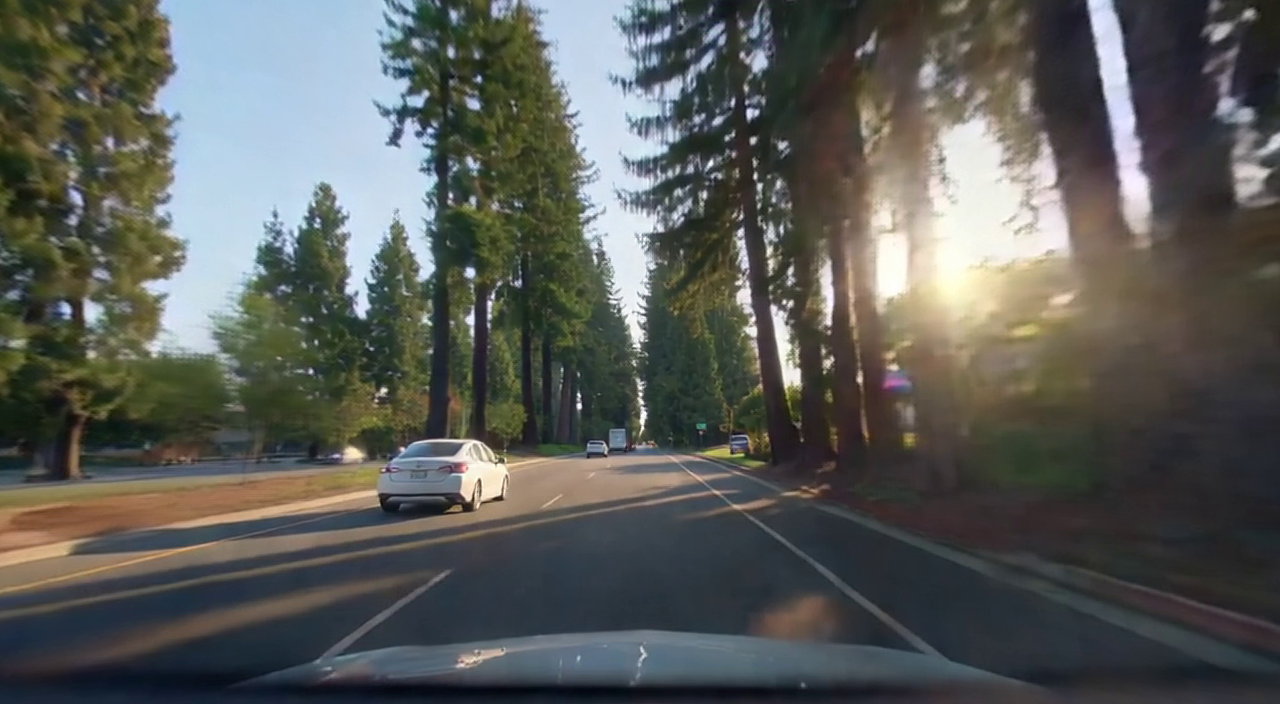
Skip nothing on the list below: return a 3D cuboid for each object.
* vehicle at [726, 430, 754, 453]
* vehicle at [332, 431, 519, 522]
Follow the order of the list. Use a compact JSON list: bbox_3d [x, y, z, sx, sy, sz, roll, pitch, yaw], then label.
[{"bbox_3d":[7.582,6.808,47.929,1.594,1.688,2.861,-2,-8,1],"label":"vehicle"},{"bbox_3d":[-3.902,2.337,12.444,2.033,1.454,4.512,0,-8,1],"label":"vehicle"}]
